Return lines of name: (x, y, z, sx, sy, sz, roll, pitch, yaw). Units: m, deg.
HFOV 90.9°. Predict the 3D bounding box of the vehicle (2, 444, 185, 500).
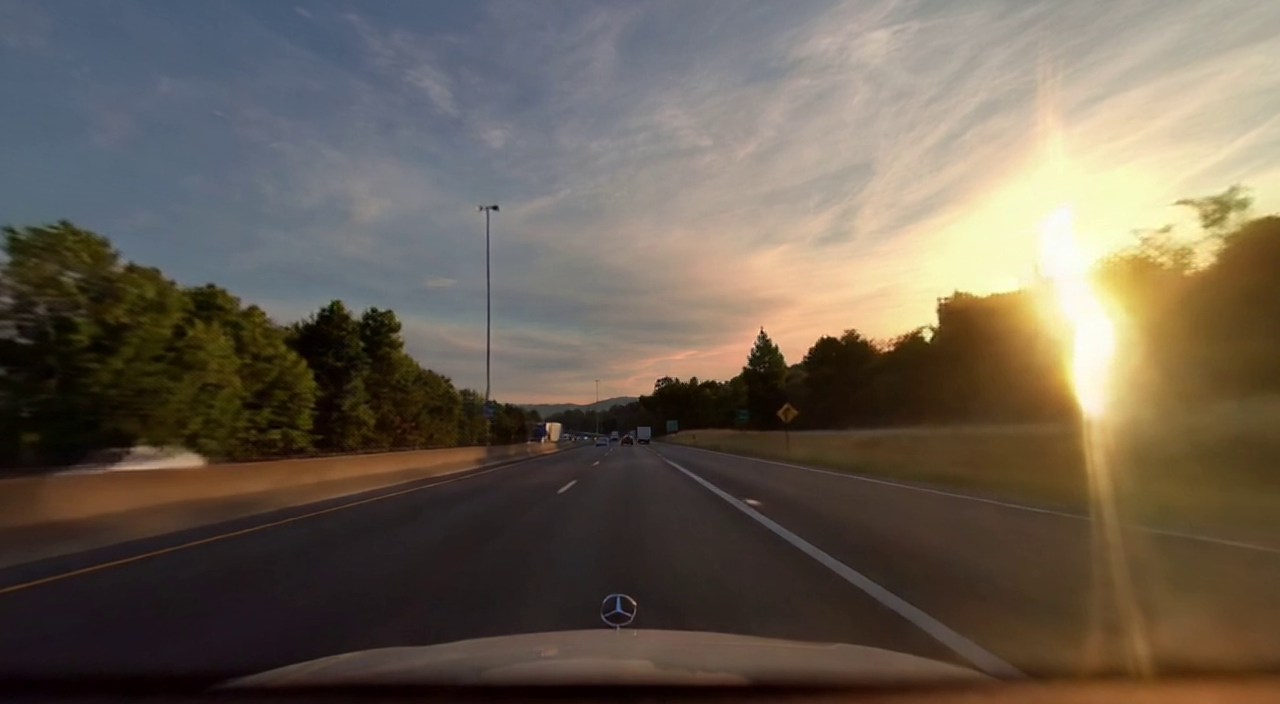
vehicle: (-16.463, 3.595, 19.338, 1.919, 1.451, 4.196, 0, -8, -2)
